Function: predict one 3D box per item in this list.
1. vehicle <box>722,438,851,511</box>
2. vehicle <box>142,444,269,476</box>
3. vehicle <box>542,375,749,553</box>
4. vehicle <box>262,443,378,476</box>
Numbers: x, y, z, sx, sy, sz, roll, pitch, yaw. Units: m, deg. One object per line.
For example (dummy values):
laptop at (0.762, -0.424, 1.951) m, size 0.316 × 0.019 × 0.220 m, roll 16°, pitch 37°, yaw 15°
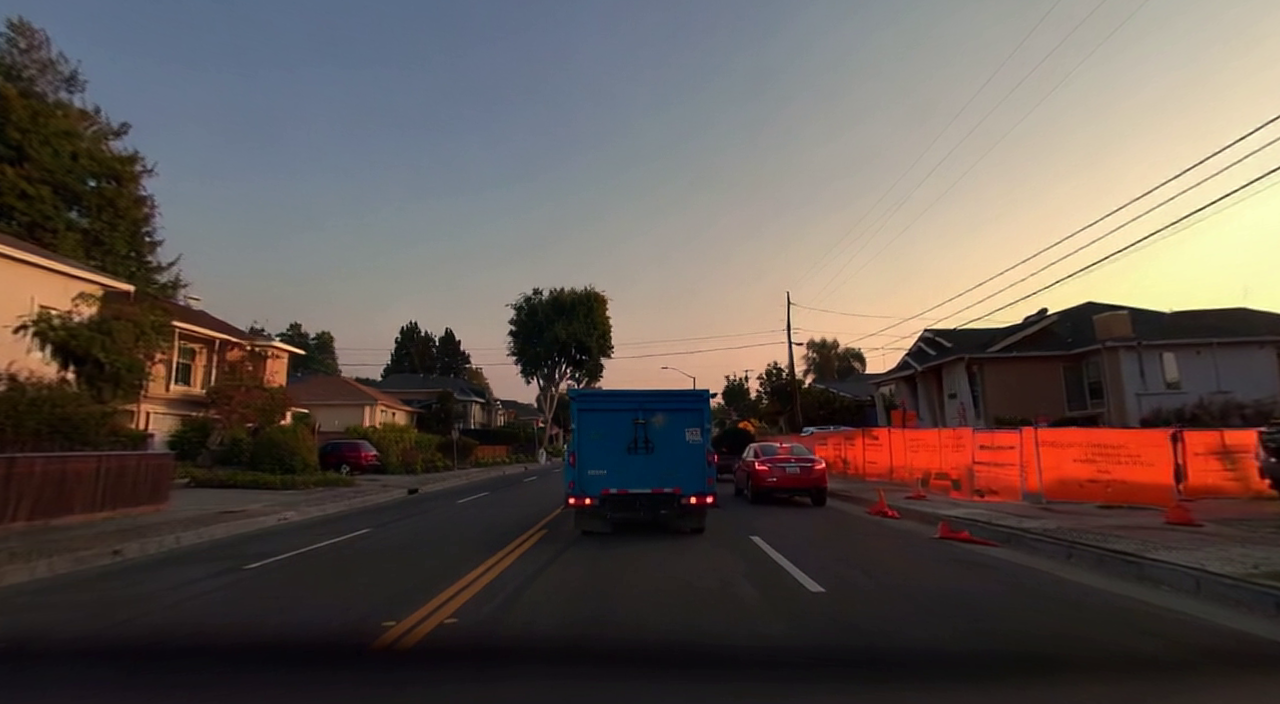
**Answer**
vehicle at (3.325, 2.881, 15.295) m, size 2.010 × 1.499 × 4.481 m, roll 0°, pitch -8°, yaw -1°
vehicle at (-20.407, 5.066, 29.587) m, size 4.706 × 1.468 × 1.817 m, roll 0°, pitch -8°, yaw 3°
vehicle at (0.074, 1.959, 11.639) m, size 2.751 × 2.361 × 6.347 m, roll 0°, pitch -8°, yaw 0°
vehicle at (-15.157, 5.095, 29.912) m, size 4.490 × 1.500 × 1.875 m, roll 0°, pitch -8°, yaw -2°
